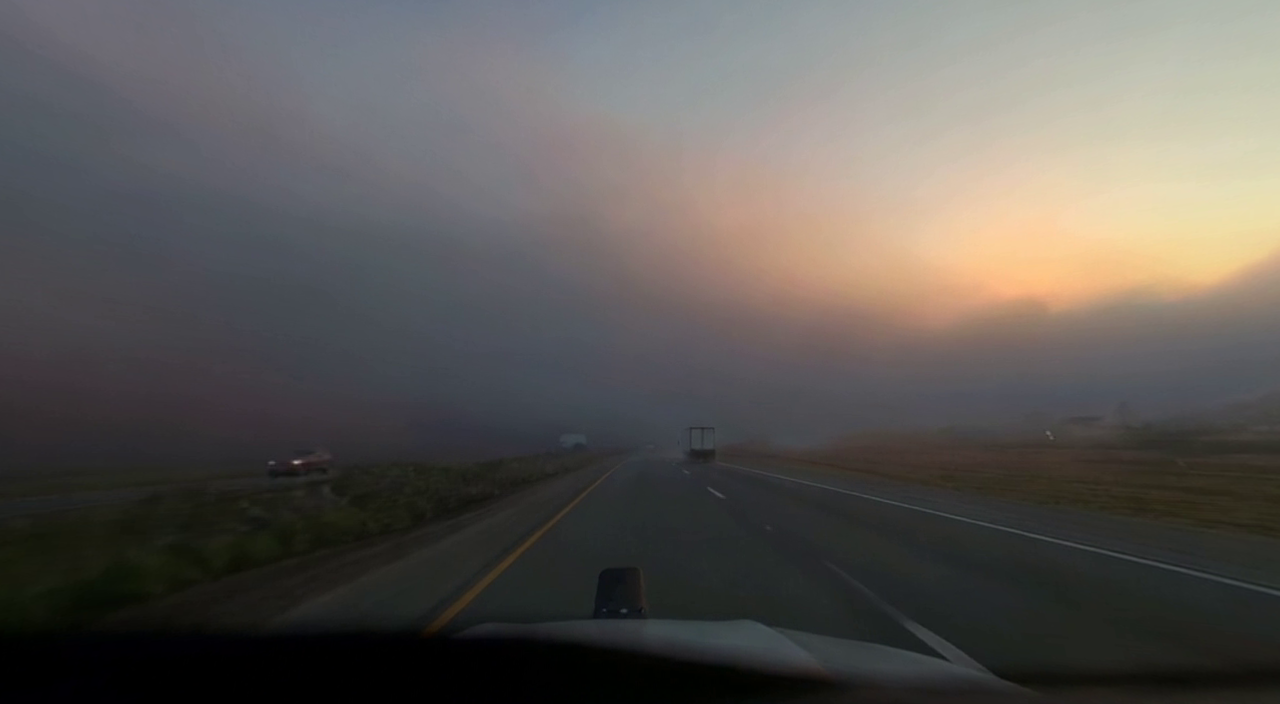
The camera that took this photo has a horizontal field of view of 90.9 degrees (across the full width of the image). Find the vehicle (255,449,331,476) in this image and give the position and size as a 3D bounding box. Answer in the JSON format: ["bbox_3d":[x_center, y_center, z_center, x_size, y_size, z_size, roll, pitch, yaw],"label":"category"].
[{"bbox_3d":[-20.966,6.681,38.338,1.889,1.472,4.760,0,-8,1],"label":"vehicle"}]

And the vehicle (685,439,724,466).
[{"bbox_3d":[4.174,6.590,41.412,2.157,1.640,4.056,0,-8,0],"label":"vehicle"}]
